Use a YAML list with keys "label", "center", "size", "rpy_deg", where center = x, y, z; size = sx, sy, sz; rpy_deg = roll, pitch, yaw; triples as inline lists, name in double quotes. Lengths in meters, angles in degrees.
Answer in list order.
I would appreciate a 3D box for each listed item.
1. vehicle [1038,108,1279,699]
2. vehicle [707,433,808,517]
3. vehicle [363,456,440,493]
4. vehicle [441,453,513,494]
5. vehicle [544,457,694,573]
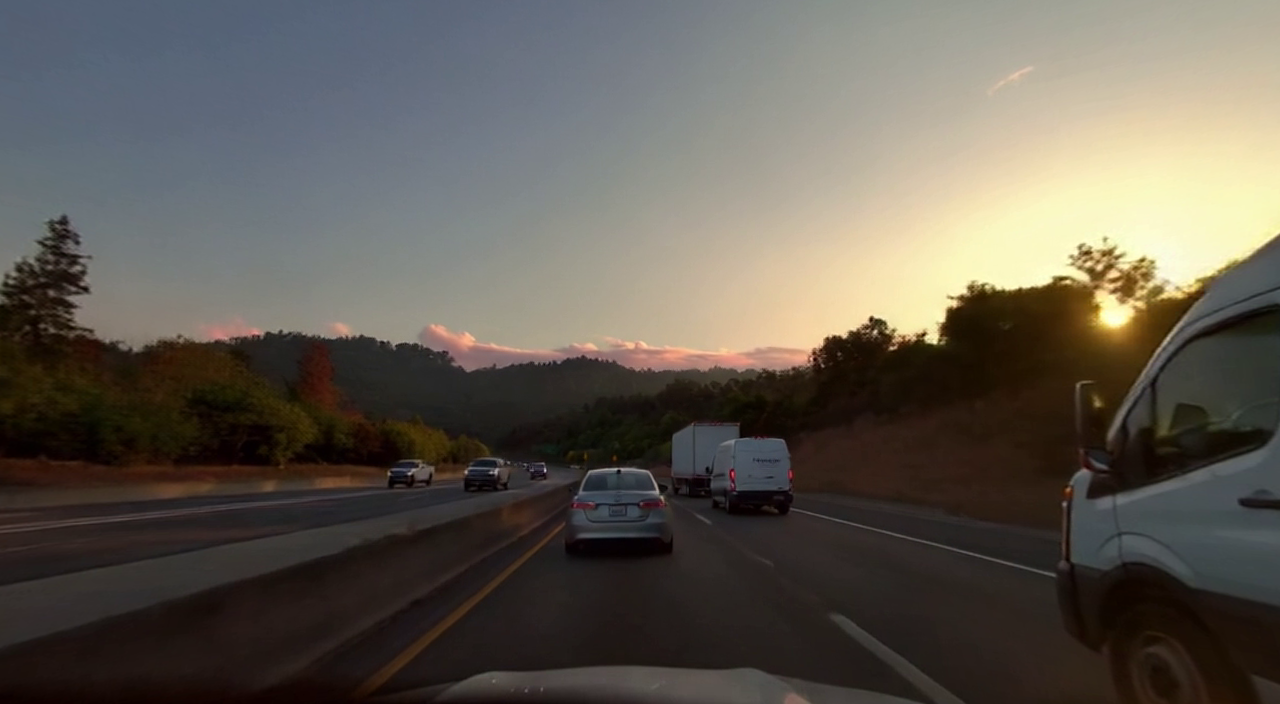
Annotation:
- label: "vehicle"
  center: [5.546, -0.116, 1.612]
  size: [2.890, 3.726, 9.269]
  rpy_deg: [1, -11, 0]
- label: "vehicle"
  center: [3.888, 4.265, 22.051]
  size: [2.328, 2.537, 5.290]
  rpy_deg: [1, -11, -2]
- label: "vehicle"
  center: [-10.583, 5.470, 28.262]
  size: [1.872, 1.510, 4.266]
  rpy_deg: [1, -11, -2]
- label: "vehicle"
  center: [-7.138, 5.416, 28.173]
  size: [2.069, 1.628, 4.479]
  rpy_deg: [1, -11, -1]
- label: "vehicle"
  center: [-0.300, 2.487, 10.135]
  size: [1.980, 1.493, 3.410]
  rpy_deg: [1, -11, -1]
